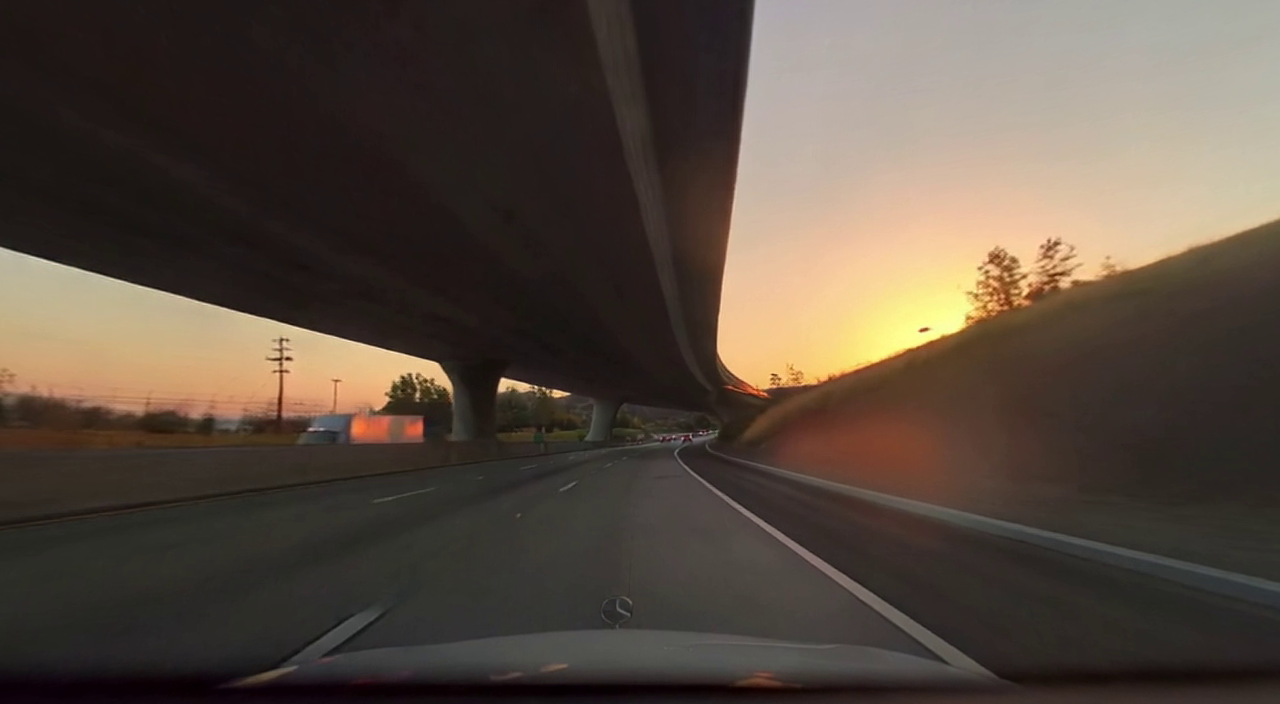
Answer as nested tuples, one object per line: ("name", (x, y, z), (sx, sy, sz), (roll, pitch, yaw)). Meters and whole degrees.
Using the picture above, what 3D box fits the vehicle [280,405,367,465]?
("vehicle", (-22.290, 5.933, 44.741), (2.958, 3.973, 5.792), (0, -8, 2))
